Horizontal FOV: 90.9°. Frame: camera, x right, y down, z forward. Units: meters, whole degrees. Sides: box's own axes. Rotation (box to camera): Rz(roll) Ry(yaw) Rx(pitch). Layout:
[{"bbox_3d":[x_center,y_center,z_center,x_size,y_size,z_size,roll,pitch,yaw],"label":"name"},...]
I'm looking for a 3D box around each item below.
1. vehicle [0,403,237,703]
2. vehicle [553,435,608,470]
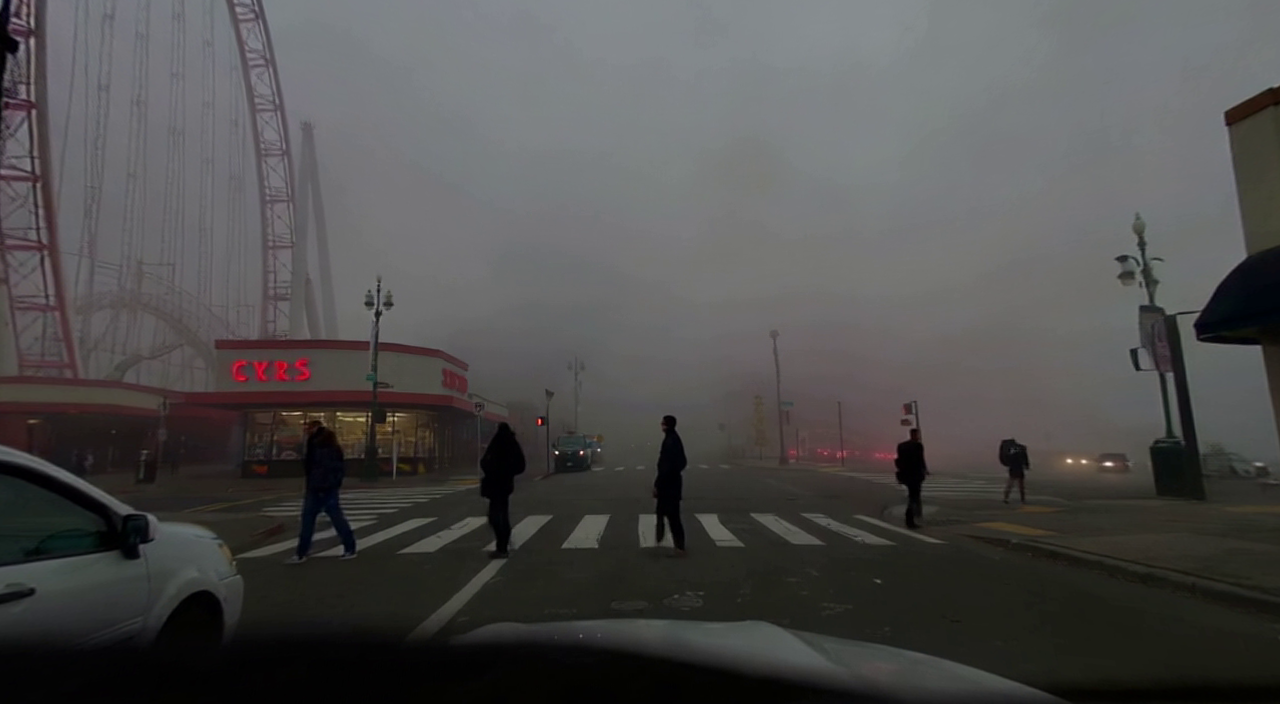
[{"bbox_3d":[-3.369,0.785,1.186,1.940,1.505,4.676,-1,-9,3],"label":"vehicle"},{"bbox_3d":[-3.900,6.383,40.252,2.549,2.000,5.699,2,-9,-15],"label":"vehicle"}]
